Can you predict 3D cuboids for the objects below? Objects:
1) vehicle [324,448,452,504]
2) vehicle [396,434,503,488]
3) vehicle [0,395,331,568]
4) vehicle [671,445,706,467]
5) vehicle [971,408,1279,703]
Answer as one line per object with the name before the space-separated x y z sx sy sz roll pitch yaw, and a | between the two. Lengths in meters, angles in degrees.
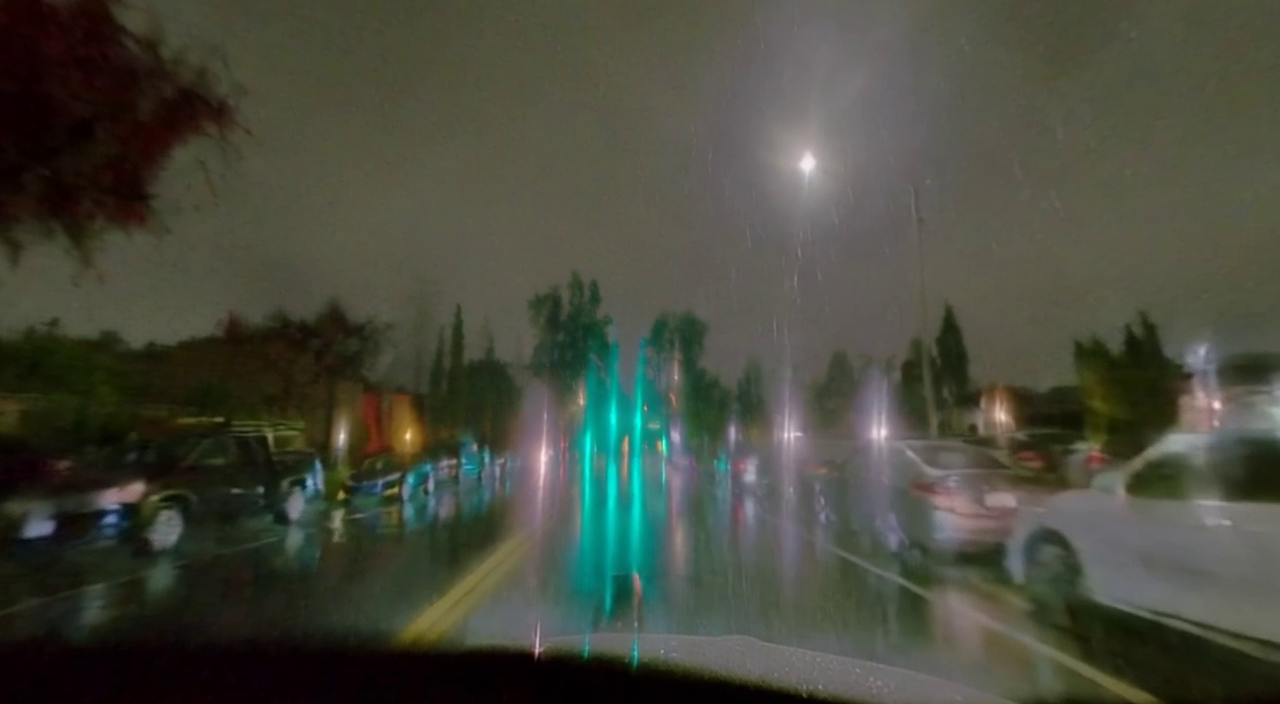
vehicle | -7.593 3.751 19.584 2.057 1.486 4.759 0 -8 -1
vehicle | -7.686 4.451 26.212 2.613 1.959 5.843 0 -8 0
vehicle | -7.635 2.030 10.720 2.146 2.167 5.339 0 -8 -2
vehicle | 3.373 7.403 44.992 2.005 1.466 4.767 0 -8 -2
vehicle | 3.784 1.047 2.907 2.009 1.547 4.574 0 -8 0
